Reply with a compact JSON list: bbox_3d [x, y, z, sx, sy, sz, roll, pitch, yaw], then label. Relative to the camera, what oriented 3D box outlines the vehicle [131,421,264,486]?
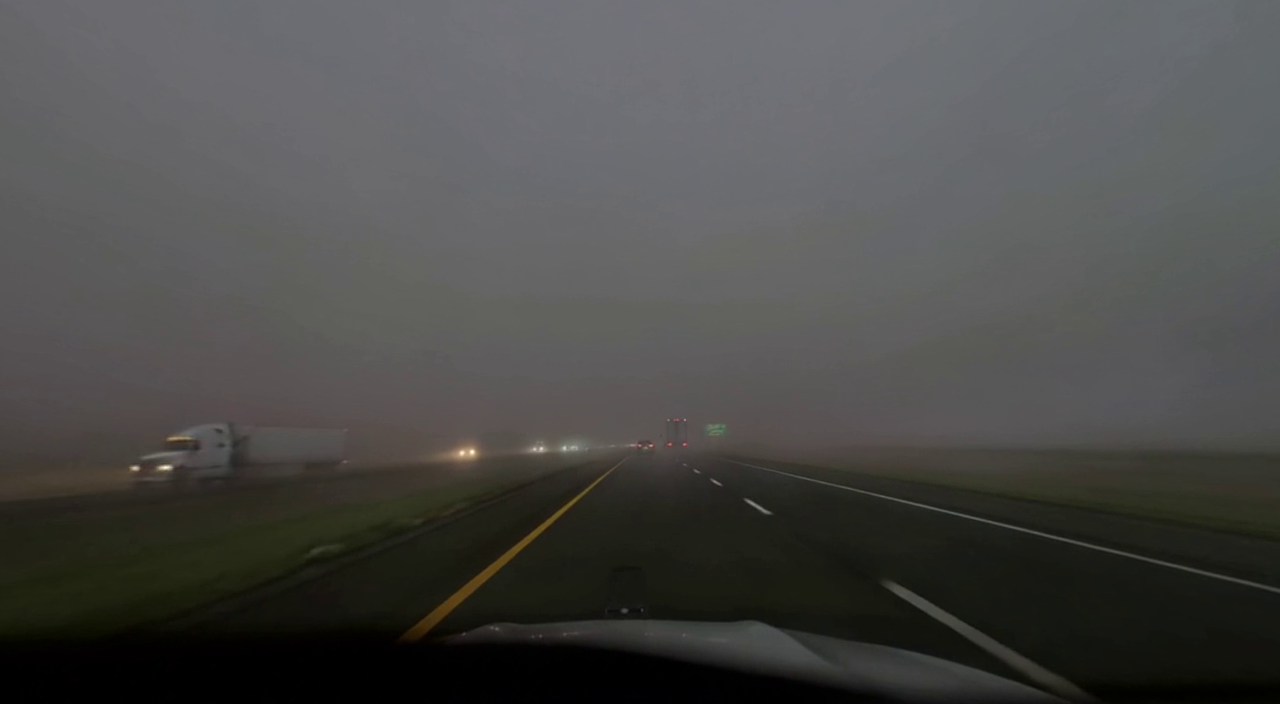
[{"bbox_3d":[-32.081,7.403,46.183,3.095,4.280,8.662,0,-8,2],"label":"vehicle"}]
